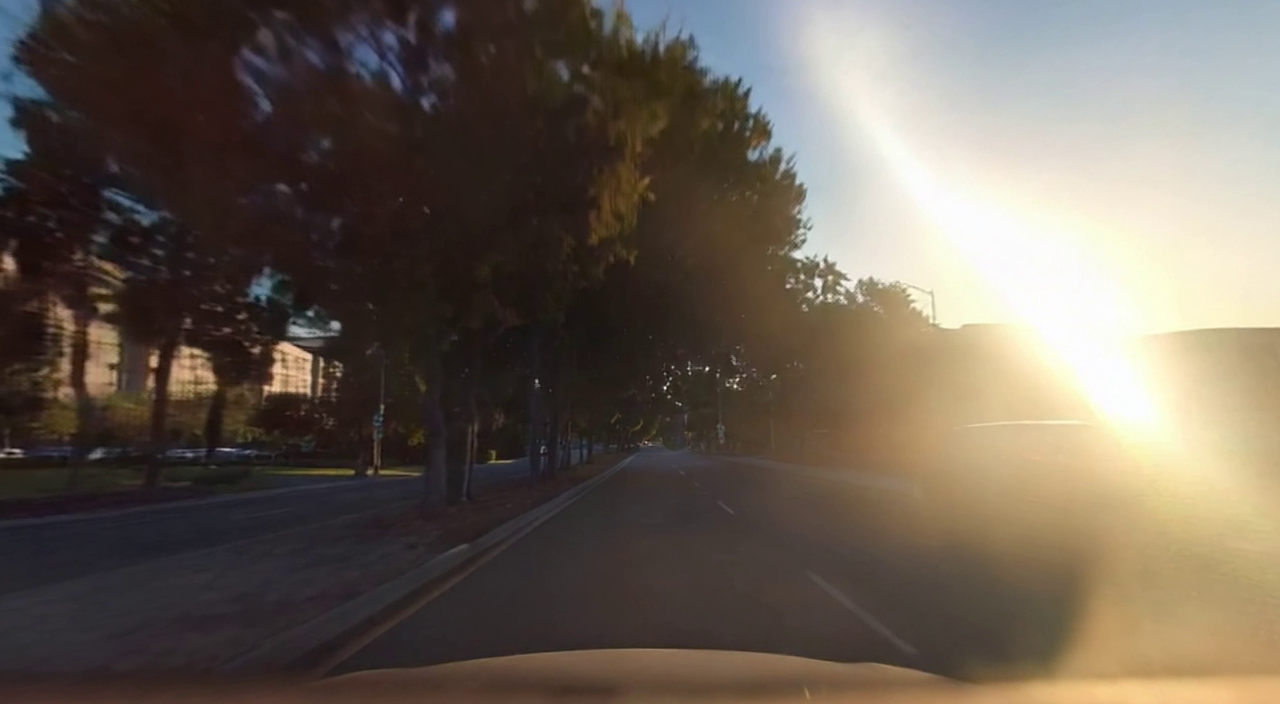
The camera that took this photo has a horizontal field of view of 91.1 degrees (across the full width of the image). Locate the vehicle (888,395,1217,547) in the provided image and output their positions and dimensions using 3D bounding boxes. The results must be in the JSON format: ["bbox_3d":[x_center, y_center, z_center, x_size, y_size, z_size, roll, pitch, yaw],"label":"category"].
[{"bbox_3d":[6.956,2.100,11.729,2.365,2.138,5.499,0,-8,0],"label":"vehicle"}]
